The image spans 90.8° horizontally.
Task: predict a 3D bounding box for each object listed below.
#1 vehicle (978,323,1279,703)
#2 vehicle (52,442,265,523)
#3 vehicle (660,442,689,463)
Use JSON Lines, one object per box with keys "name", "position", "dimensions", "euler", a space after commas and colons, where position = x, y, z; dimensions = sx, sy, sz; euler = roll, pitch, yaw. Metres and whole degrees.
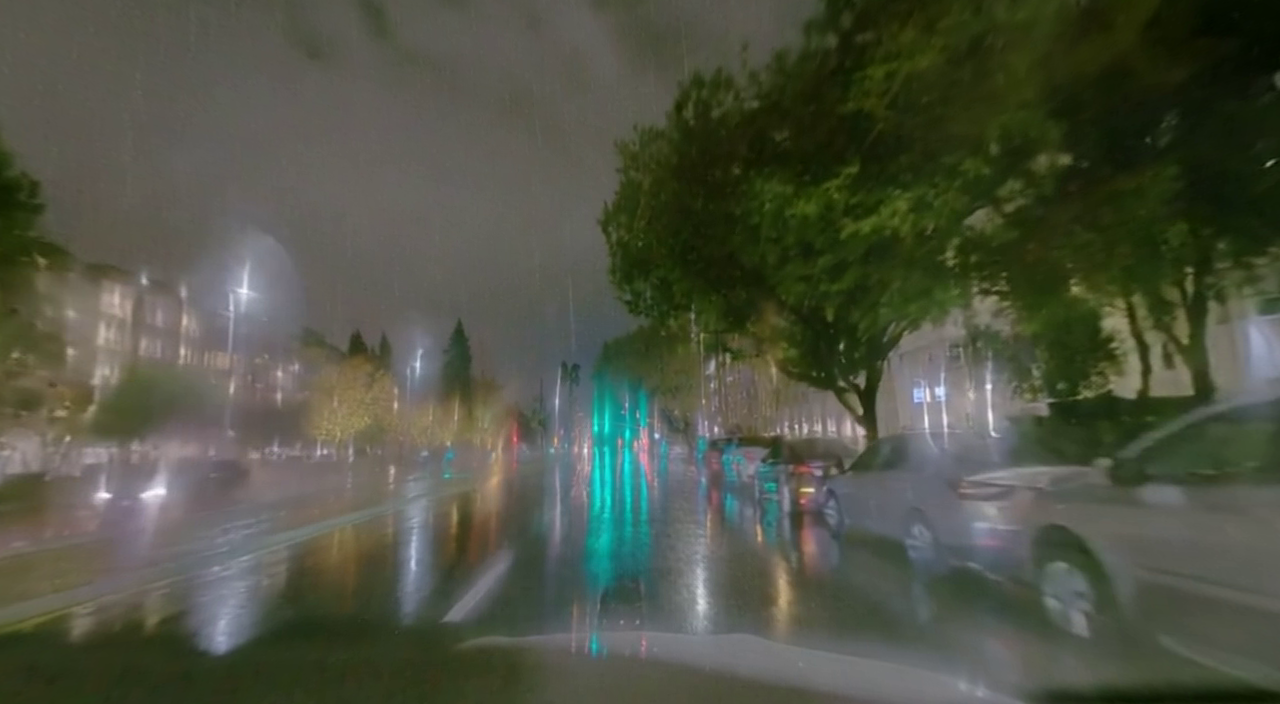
{"name": "vehicle", "position": [3.907, 0.755, 2.405], "dimensions": [2.129, 1.853, 5.275], "euler": [1, -8, -3]}
{"name": "vehicle", "position": [-11.497, 3.079, 15.575], "dimensions": [1.950, 1.629, 4.333], "euler": [-2, -8, -2]}
{"name": "vehicle", "position": [2.555, 7.613, 47.915], "dimensions": [1.924, 1.492, 4.587], "euler": [0, -8, 0]}
